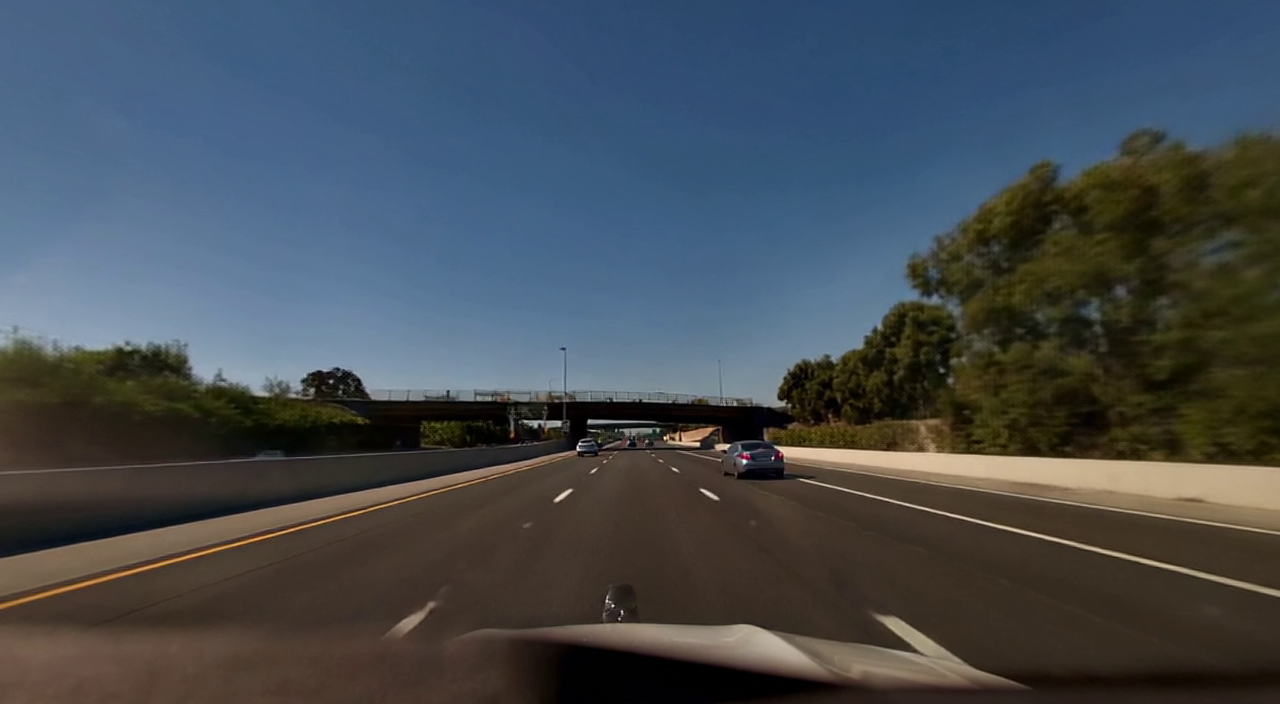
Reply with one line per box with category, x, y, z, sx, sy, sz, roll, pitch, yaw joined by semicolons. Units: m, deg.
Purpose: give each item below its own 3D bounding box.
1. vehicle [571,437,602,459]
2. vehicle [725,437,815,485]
vehicle;-4.109;7.490;49.343;2.048;1.618;4.424;0;-8;0
vehicle;4.380;3.745;22.083;2.060;1.485;4.274;0;-9;-2
